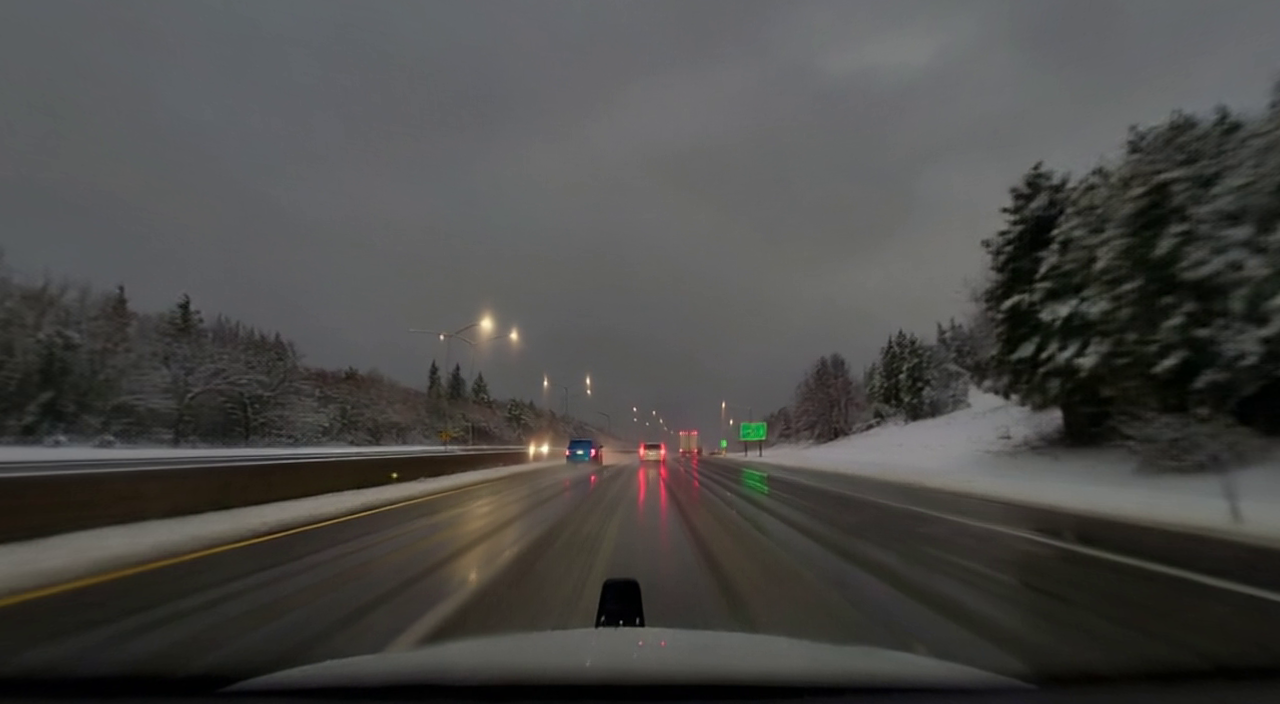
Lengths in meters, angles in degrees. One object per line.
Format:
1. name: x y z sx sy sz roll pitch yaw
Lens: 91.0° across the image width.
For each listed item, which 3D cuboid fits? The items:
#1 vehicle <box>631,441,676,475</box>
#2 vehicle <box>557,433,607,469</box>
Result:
1. vehicle: 0.670 5.251 31.428 2.086 1.548 4.325 0 -9 1
2. vehicle: -3.264 5.708 36.422 2.264 1.901 4.647 0 -9 2
